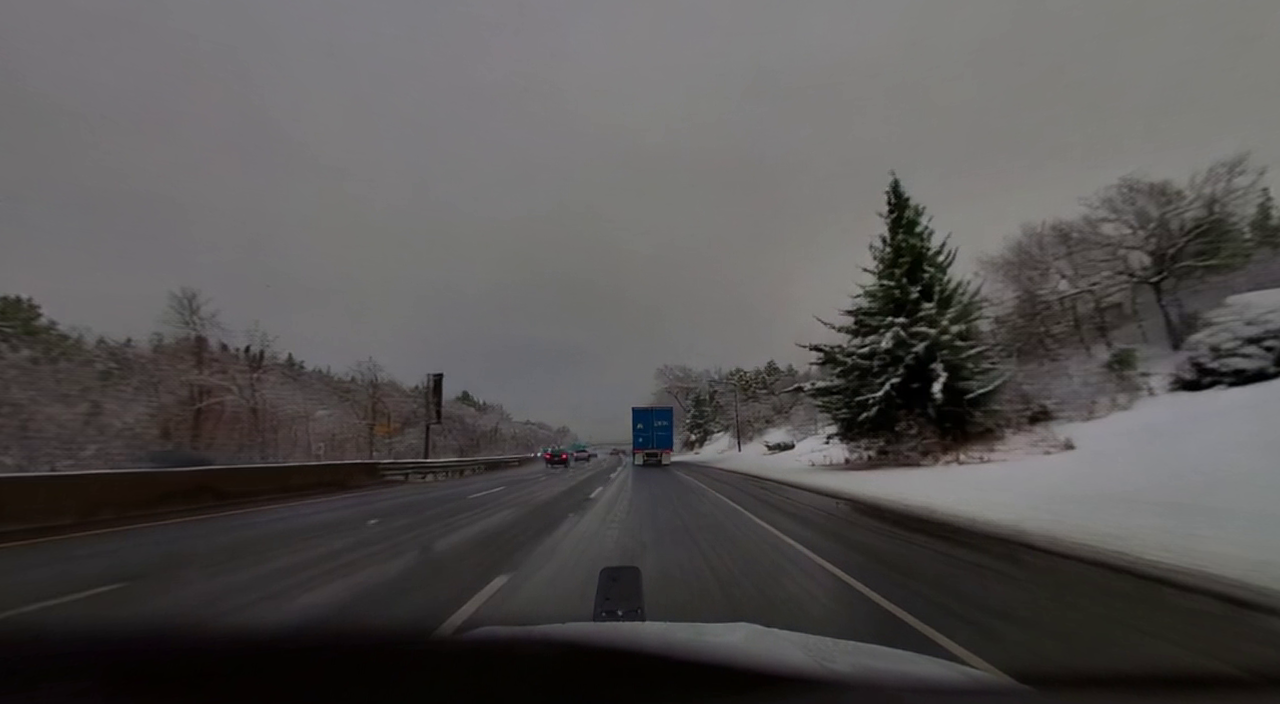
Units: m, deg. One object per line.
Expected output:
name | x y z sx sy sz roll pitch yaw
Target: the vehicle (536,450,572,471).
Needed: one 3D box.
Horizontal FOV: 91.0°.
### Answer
vehicle | -6.544 8.260 48.287 2.017 1.517 4.766 0 -9 1
